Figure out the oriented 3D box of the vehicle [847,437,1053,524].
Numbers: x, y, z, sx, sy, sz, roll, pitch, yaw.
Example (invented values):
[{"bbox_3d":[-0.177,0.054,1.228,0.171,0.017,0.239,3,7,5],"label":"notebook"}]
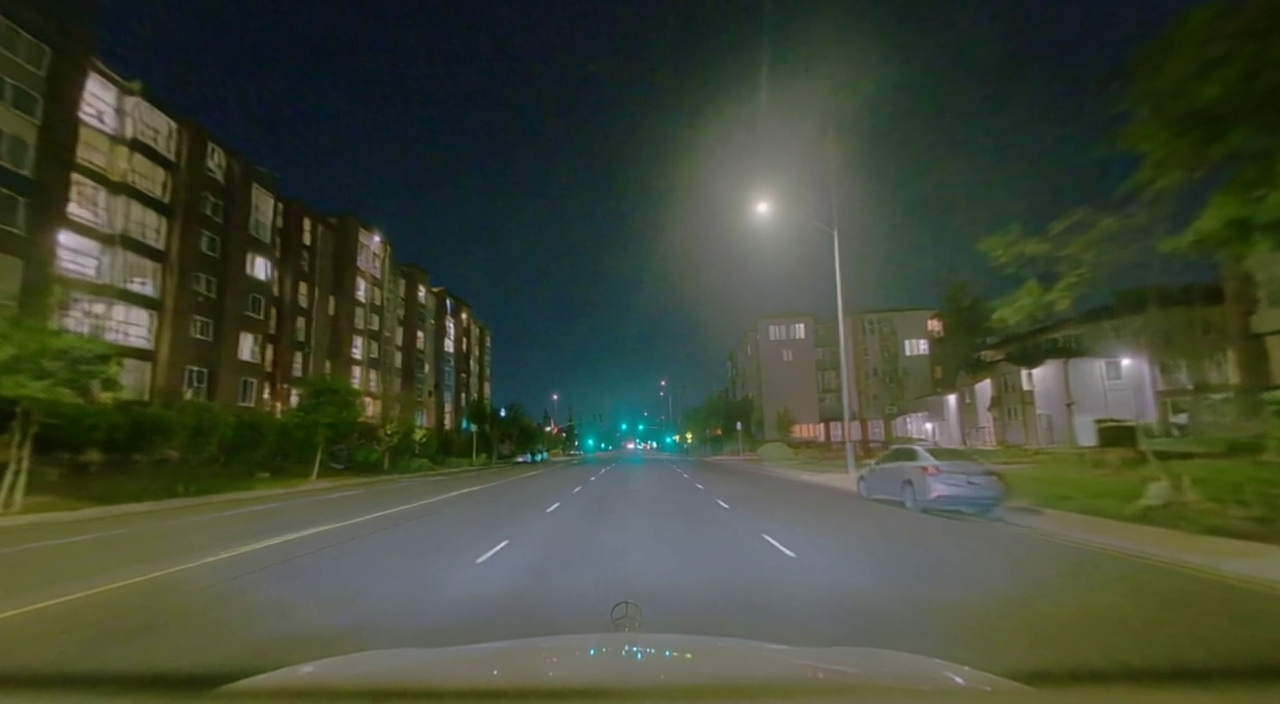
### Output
[{"bbox_3d":[6.334,2.650,13.669,1.948,1.526,4.518,0,-9,-3],"label":"vehicle"}]
